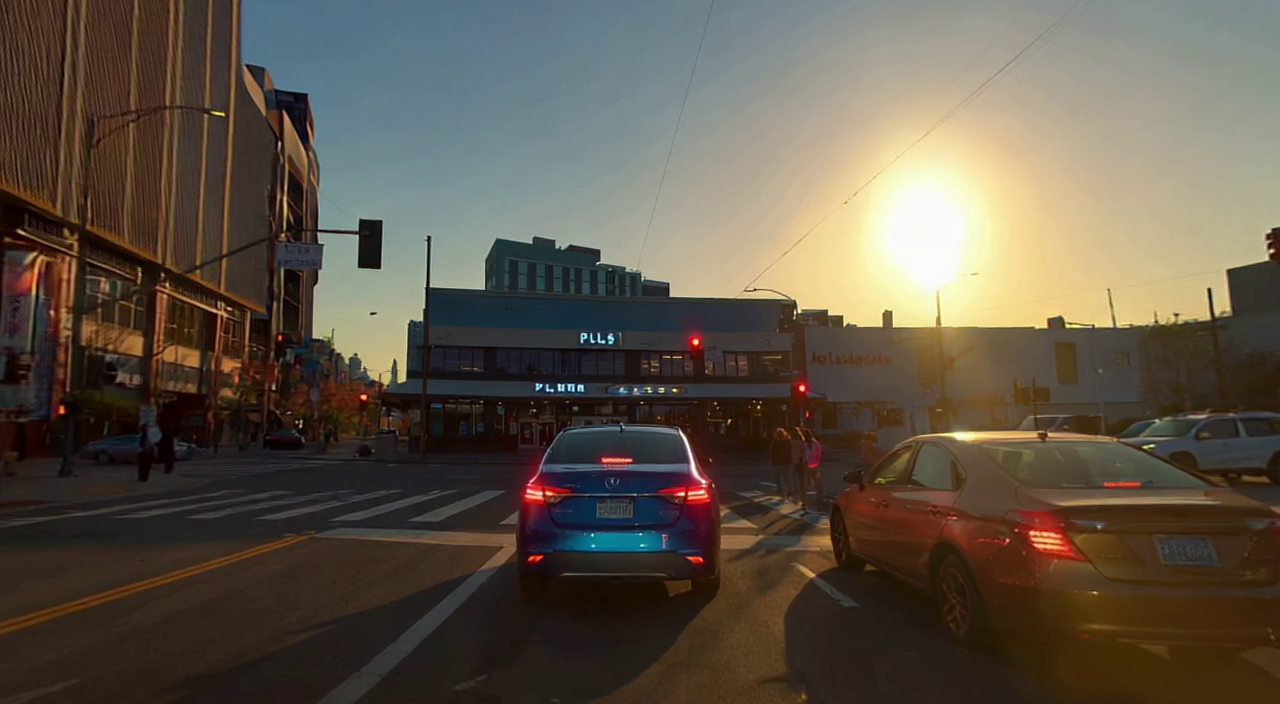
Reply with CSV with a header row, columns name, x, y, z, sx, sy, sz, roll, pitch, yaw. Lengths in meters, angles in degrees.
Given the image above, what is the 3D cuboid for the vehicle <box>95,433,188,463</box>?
name,x,y,z,sx,sy,sz,roll,pitch,yaw
vehicle,-27.587,5.312,34.950,4.253,1.570,2.132,-4,-9,23

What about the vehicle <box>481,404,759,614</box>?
name,x,y,z,sx,sy,sz,roll,pitch,yaw
vehicle,-0.149,1.550,7.253,2.123,1.589,4.702,0,-8,0

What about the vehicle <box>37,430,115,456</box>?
name,x,y,z,sx,sy,sz,roll,pitch,yaw
vehicle,-40.341,6.536,45.209,5.003,1.799,2.066,-4,-9,23

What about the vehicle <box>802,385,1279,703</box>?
name,x,y,z,sx,sy,sz,roll,pitch,yaw
vehicle,3.018,1.314,5.444,1.983,1.654,4.354,0,-8,-1
